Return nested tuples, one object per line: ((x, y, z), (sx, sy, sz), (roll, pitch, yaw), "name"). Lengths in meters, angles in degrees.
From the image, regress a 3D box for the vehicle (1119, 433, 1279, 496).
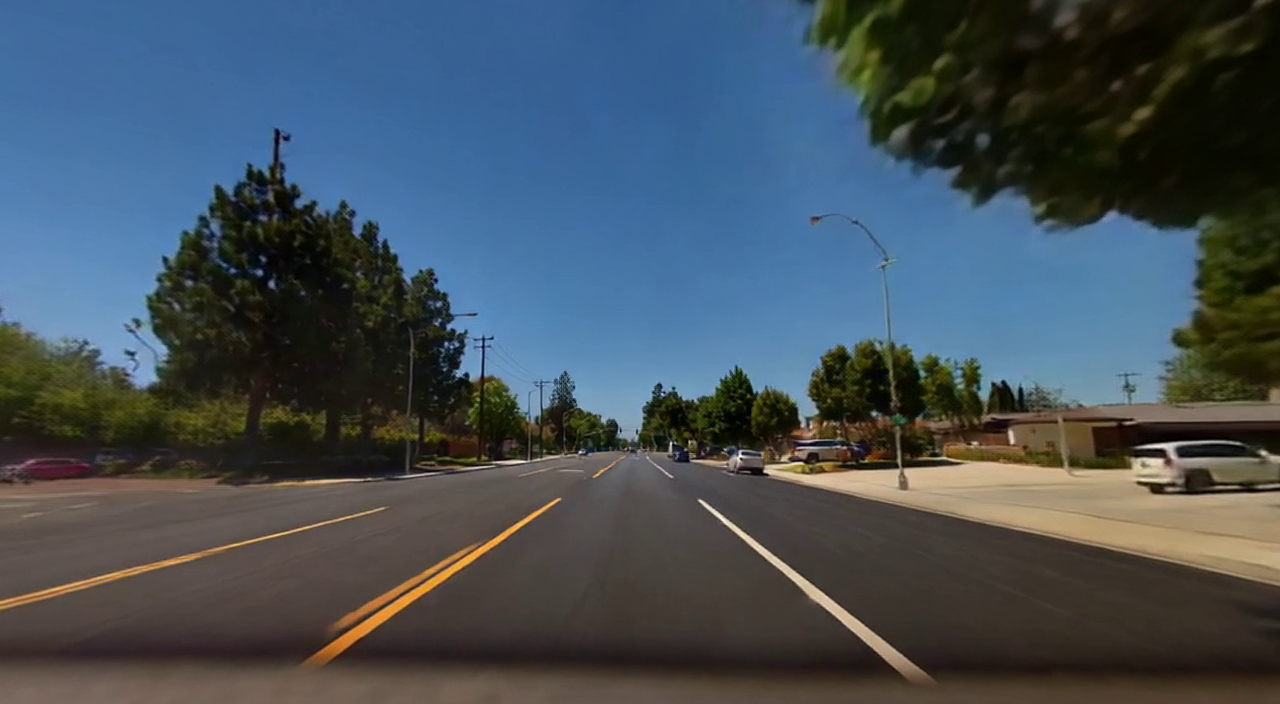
((15.142, 2.902, 16.471), (3.709, 1.509, 1.873), (-1, -9, 0), "vehicle")

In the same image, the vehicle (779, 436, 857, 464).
((12.850, 7.111, 45.951), (5.037, 1.925, 2.021), (-1, -9, 3), "vehicle")

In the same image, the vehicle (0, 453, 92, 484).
((-31.996, 6.141, 33.476), (1.866, 1.469, 4.473), (-1, -9, 0), "vehicle")

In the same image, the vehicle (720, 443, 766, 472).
((6.573, 6.774, 40.742), (2.043, 1.747, 4.680), (0, -9, -2), "vehicle")
